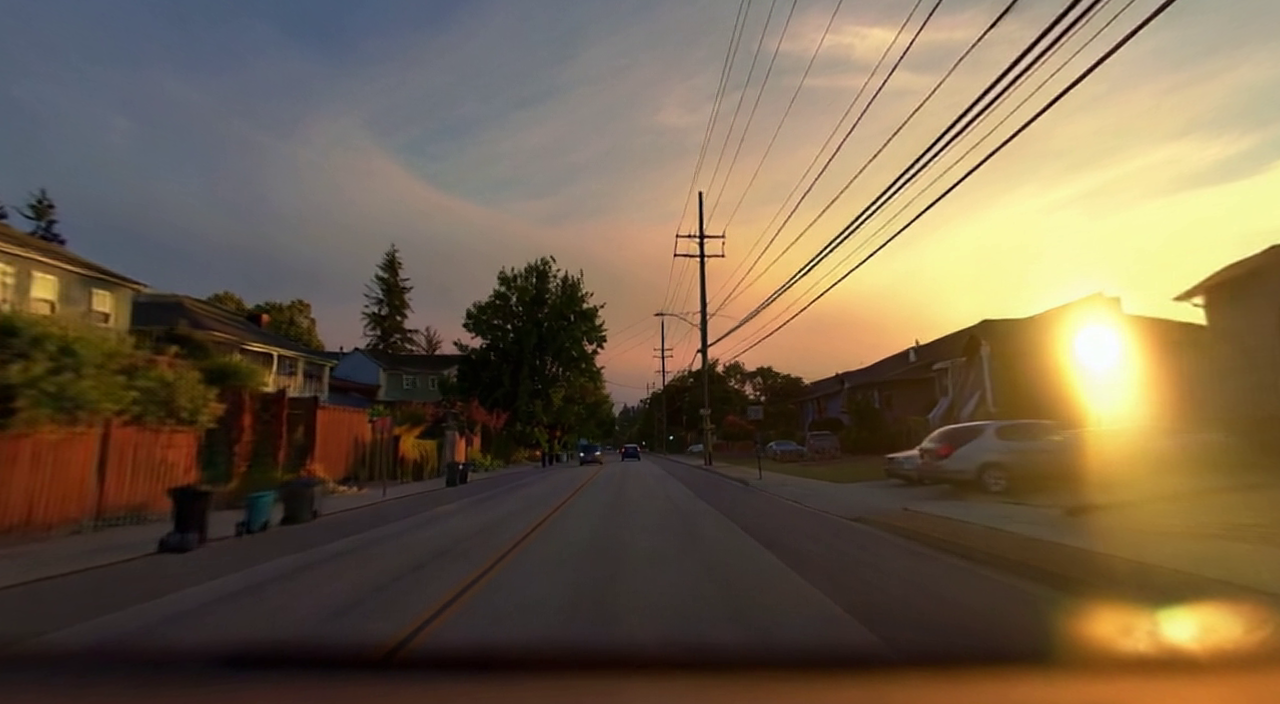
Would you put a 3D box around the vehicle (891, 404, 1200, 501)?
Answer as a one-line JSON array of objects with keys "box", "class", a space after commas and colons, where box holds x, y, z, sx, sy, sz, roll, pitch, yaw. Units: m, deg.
[{"box": [9.341, 2.370, 15.022, 5.590, 2.067, 2.553, 0, -9, -3], "class": "vehicle"}]
